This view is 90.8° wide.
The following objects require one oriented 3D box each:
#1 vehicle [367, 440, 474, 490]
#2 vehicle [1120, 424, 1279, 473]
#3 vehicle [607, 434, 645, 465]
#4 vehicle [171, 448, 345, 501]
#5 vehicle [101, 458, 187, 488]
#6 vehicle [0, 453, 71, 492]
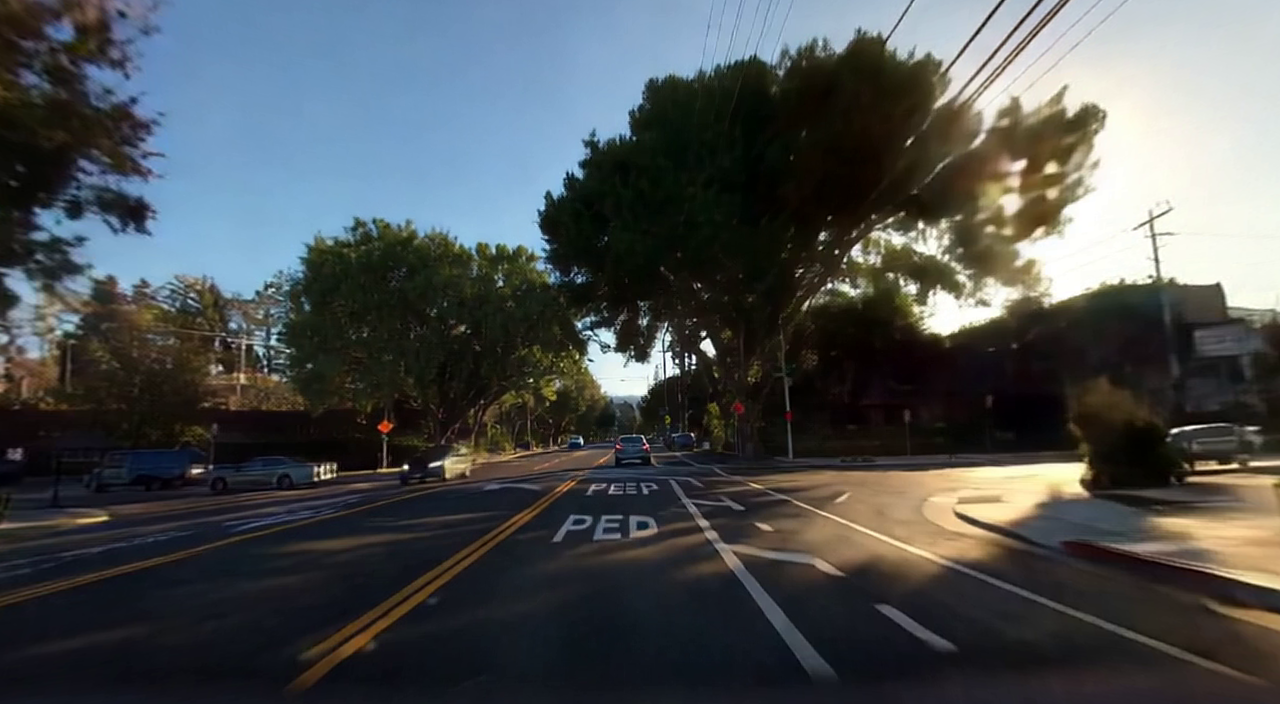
[{"bbox_3d":[-7.200,3.739,21.307,2.034,1.464,4.438,0,-8,0],"label":"vehicle"},{"bbox_3d":[18.623,3.151,20.650,4.292,1.489,1.895,0,-8,-1],"label":"vehicle"},{"bbox_3d":[-0.690,4.993,32.438,1.877,1.448,3.830,0,-8,0],"label":"vehicle"},{"bbox_3d":[-14.132,4.528,23.631,5.190,1.502,2.085,-4,-8,-1],"label":"vehicle"},{"bbox_3d":[-28.188,6.842,36.052,1.806,1.503,3.853,0,-8,-2],"label":"vehicle"},{"bbox_3d":[-36.549,6.960,36.721,2.162,2.070,5.031,0,-8,1],"label":"vehicle"}]
